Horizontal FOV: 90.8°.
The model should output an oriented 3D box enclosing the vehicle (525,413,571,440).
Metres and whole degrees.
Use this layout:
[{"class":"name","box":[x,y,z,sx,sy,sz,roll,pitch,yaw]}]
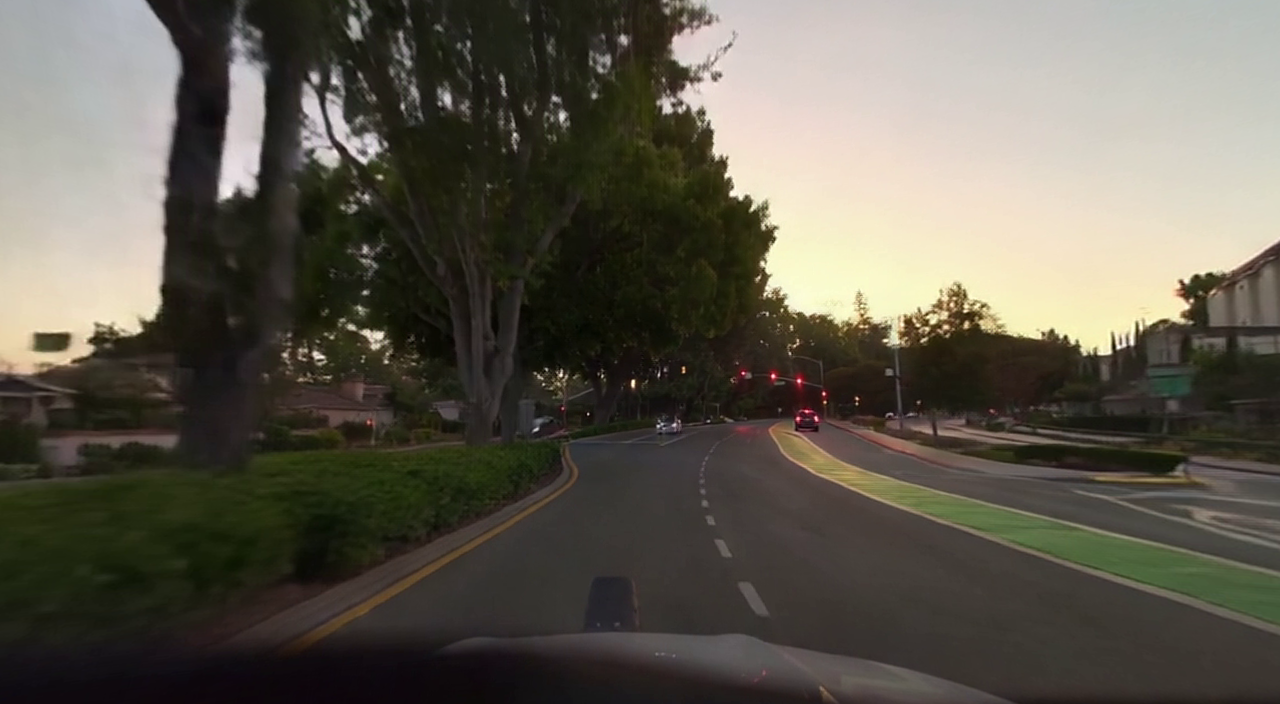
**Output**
[{"class":"vehicle","box":[-6.828,5.632,47.483,2.182,1.843,4.604,-1,-9,8]}]
